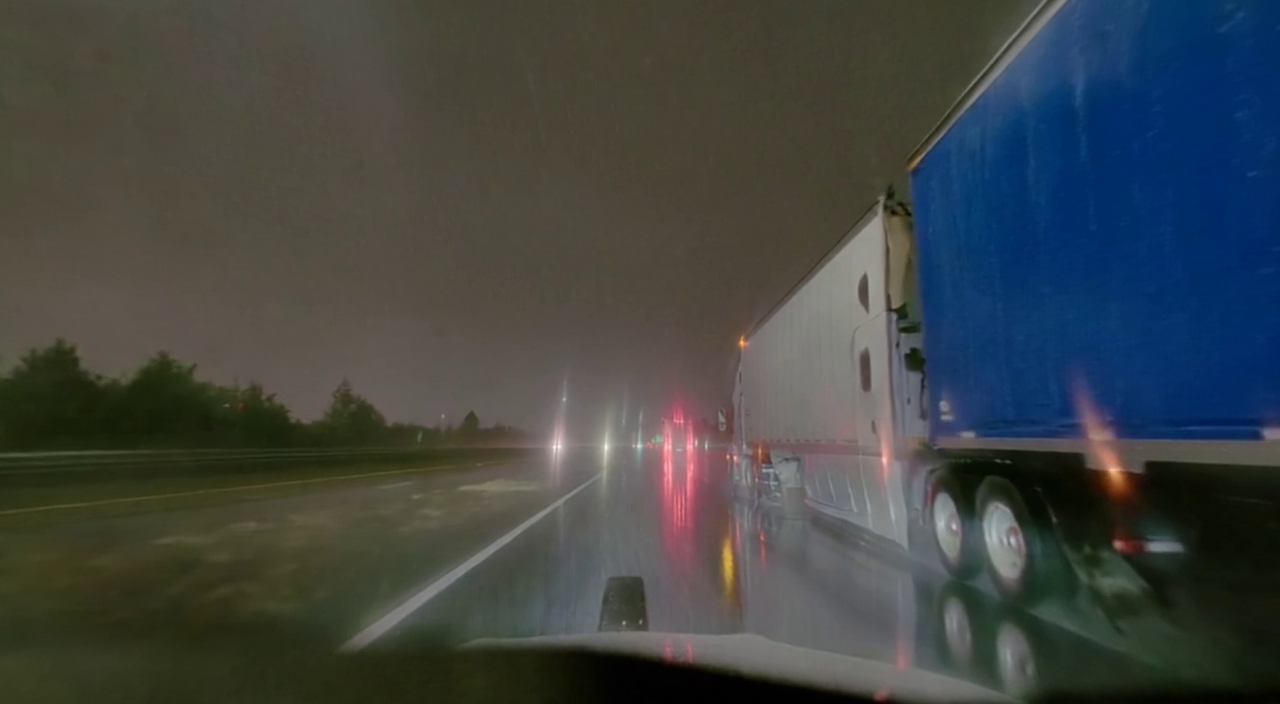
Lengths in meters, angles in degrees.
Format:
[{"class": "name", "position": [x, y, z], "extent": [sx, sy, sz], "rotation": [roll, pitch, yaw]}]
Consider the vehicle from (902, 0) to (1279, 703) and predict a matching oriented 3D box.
[{"class": "vehicle", "position": [4.009, -0.499, 0.932], "extent": [3.080, 4.016, 9.760], "rotation": [-1, -8, 1]}]
